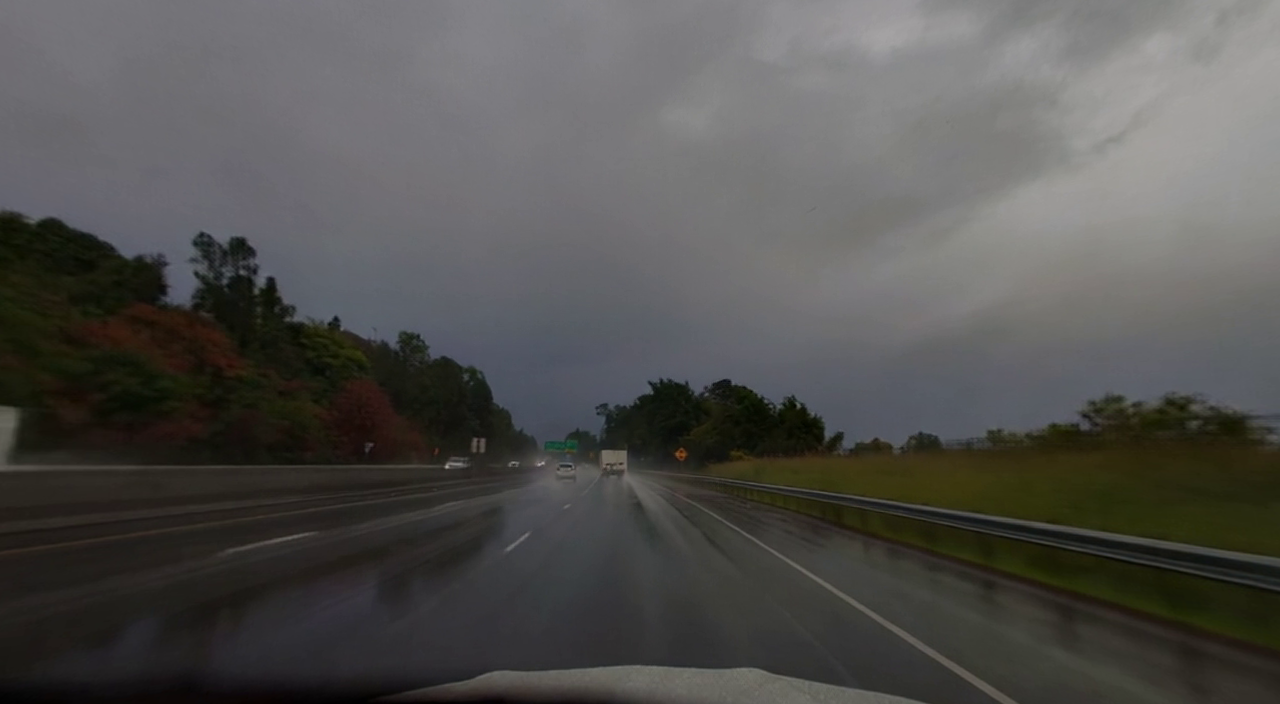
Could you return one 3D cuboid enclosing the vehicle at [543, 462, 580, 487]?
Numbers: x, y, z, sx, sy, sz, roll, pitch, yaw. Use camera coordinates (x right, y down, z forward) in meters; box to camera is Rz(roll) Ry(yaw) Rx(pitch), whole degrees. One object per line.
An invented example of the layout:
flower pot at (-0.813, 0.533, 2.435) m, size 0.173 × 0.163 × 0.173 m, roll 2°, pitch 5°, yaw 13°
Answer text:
vehicle at (-5.384, 8.489, 43.748) m, size 2.115 × 1.546 × 4.638 m, roll 1°, pitch -10°, yaw -3°
